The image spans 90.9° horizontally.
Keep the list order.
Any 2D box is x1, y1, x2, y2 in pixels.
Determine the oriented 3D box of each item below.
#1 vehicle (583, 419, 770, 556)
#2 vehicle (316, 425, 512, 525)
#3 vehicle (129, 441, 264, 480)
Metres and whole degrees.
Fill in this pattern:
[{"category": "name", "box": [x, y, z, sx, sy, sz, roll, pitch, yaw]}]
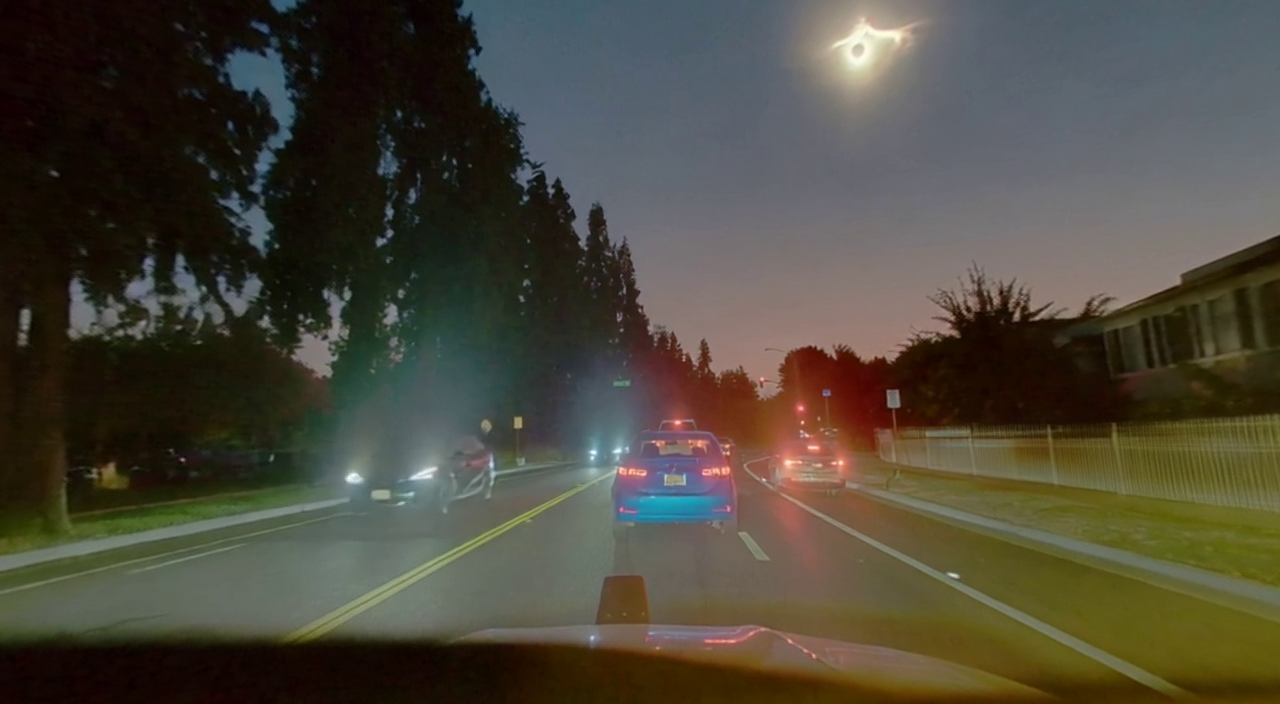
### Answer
[{"category": "vehicle", "box": [0.449, 1.803, 9.068, 2.070, 1.516, 3.936, 0, -8, 1]}, {"category": "vehicle", "box": [-4.385, 2.455, 13.217, 2.082, 1.682, 4.623, -1, -8, 4]}, {"category": "vehicle", "box": [-17.847, 4.347, 25.448, 4.069, 1.445, 2.063, -2, -9, 9]}]
